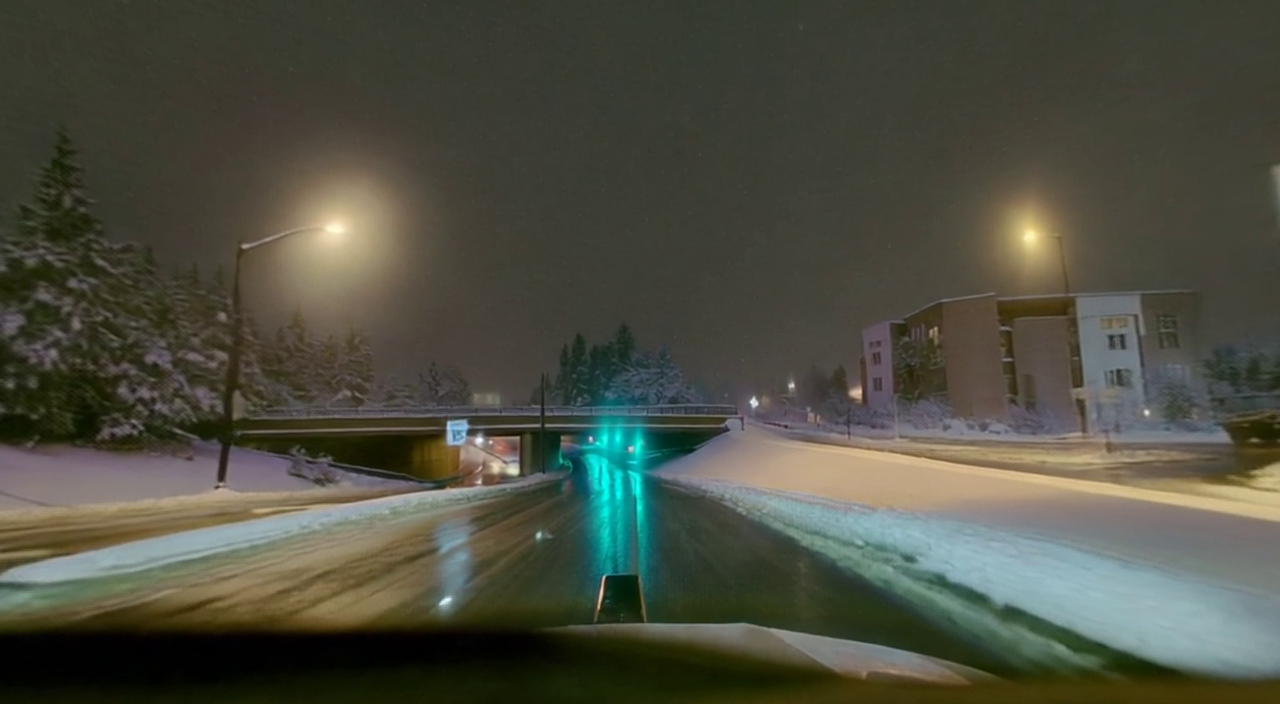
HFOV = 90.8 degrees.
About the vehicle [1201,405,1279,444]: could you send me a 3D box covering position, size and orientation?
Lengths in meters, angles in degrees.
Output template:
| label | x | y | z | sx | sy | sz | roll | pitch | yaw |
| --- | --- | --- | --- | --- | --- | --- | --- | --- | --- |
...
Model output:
| label | x | y | z | sx | sy | sz | roll | pitch | yaw |
| --- | --- | --- | --- | --- | --- | --- | --- | --- | --- |
| vehicle | 25.298 | 2.933 | 25.165 | 1.931 | 1.465 | 4.207 | 0 | -8 | -2 |
